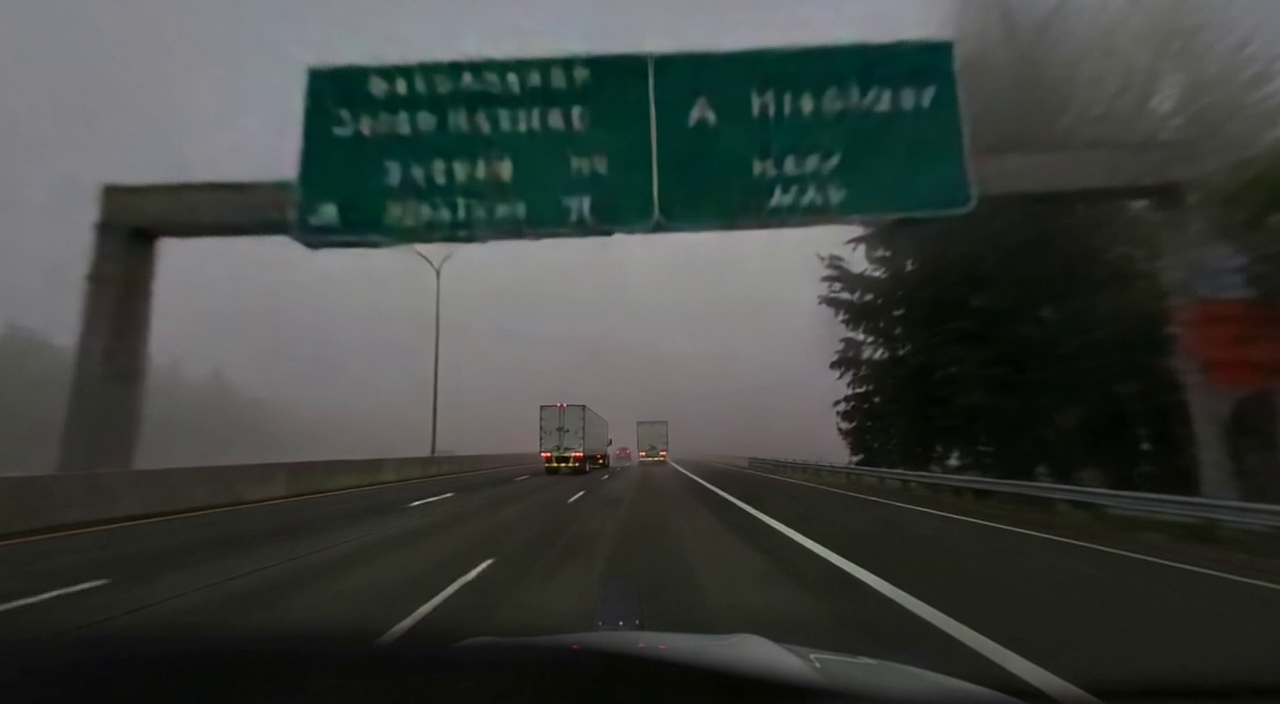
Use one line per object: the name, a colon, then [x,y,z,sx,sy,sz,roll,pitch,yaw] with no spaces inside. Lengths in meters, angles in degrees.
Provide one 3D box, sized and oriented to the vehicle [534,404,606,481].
vehicle: [-3.182,4.444,30.602,2.696,3.266,7.062,0,-9,0]
